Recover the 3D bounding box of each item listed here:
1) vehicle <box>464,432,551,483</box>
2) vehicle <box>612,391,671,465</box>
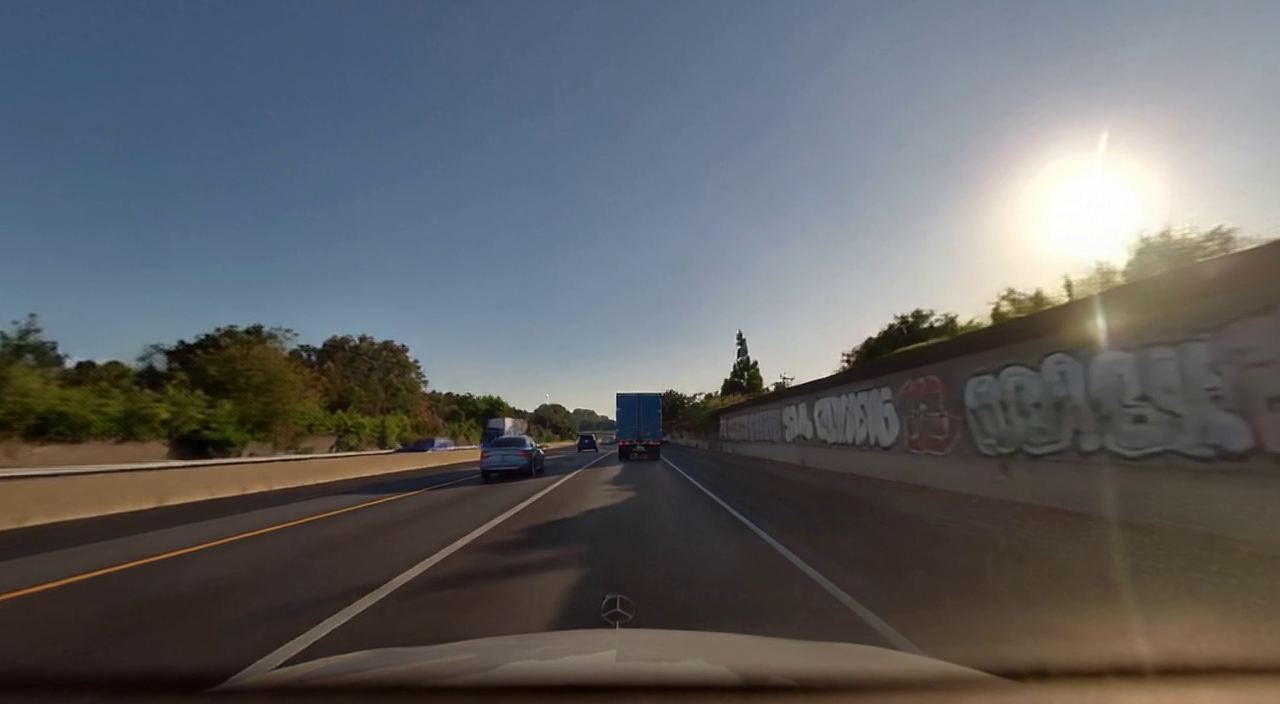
[{"bbox_3d":[-4.343,3.513,21.414,1.948,1.526,4.525,0,-8,0],"label":"vehicle"},{"bbox_3d":[0.005,4.421,36.003,2.927,3.649,9.443,0,-8,-1],"label":"vehicle"}]
